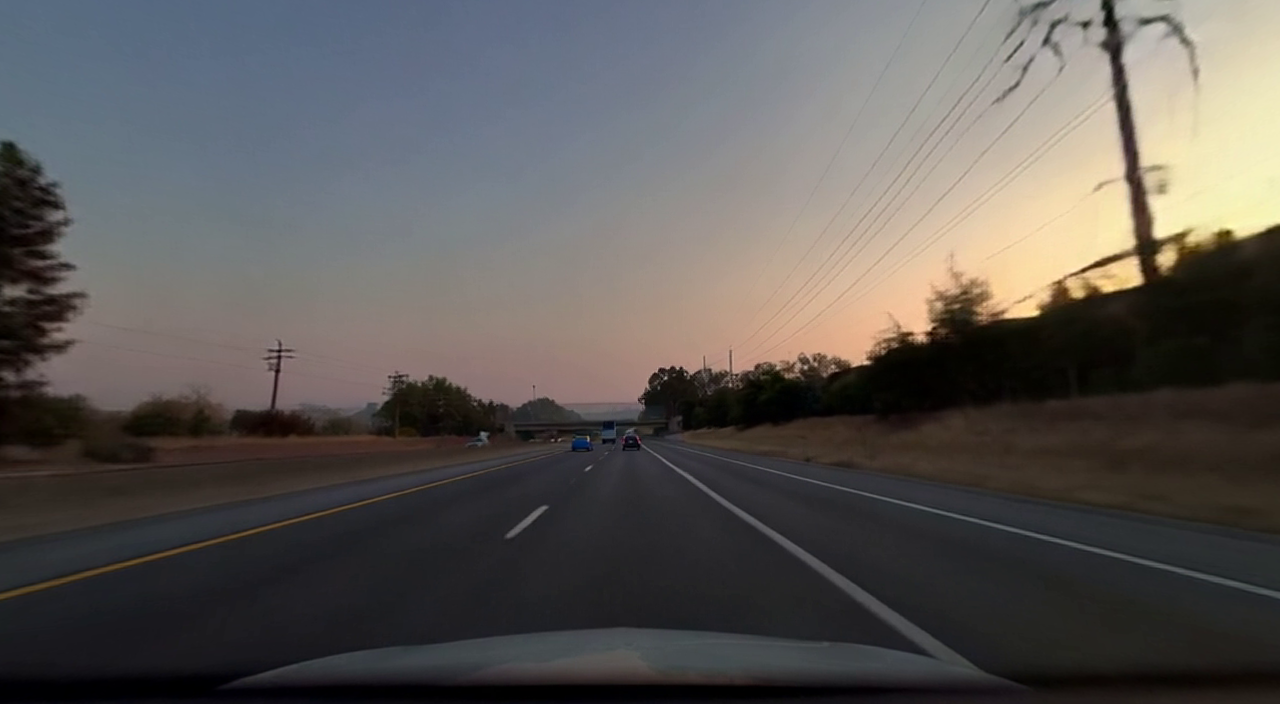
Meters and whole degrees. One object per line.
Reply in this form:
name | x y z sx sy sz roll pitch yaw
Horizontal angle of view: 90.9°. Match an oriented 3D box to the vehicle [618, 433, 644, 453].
vehicle | -0.706 7.019 48.581 1.890 1.472 3.716 0 -8 -2
